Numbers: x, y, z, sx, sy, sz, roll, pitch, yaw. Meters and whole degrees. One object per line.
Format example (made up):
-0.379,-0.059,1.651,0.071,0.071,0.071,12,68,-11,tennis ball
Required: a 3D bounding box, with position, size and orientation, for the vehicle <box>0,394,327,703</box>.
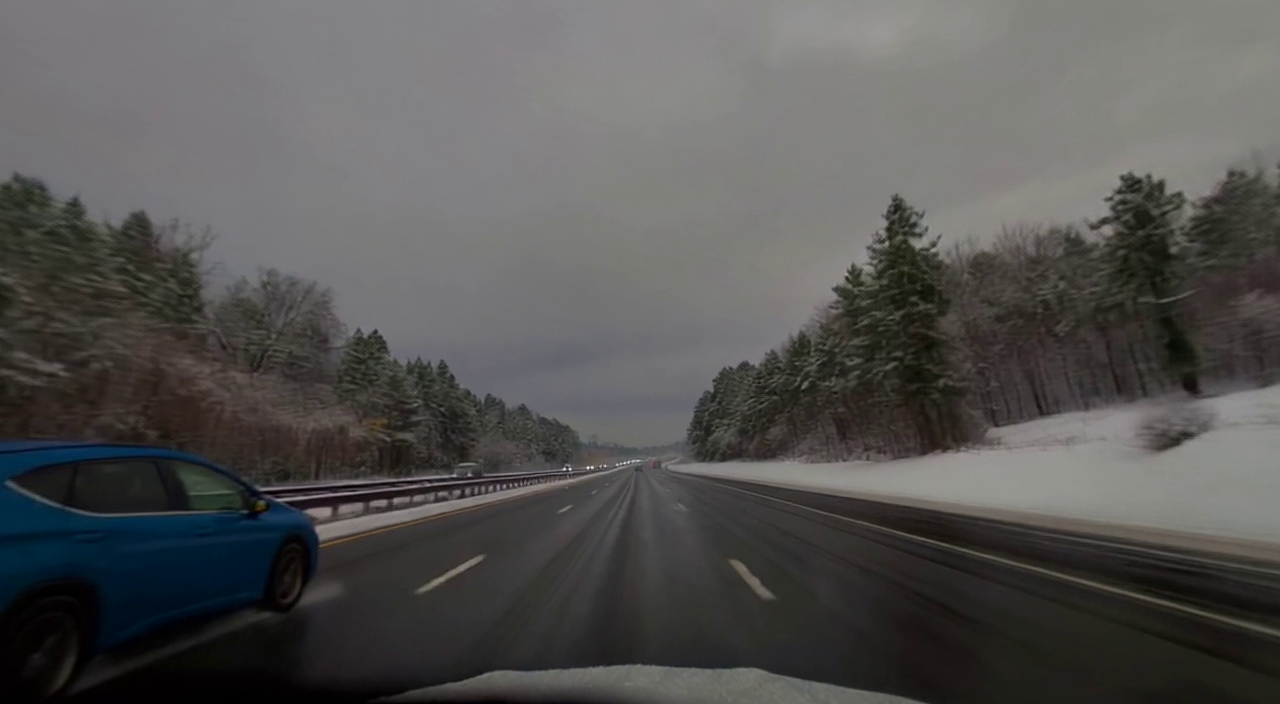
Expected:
-4.096,1.141,3.799,1.928,1.593,4.871,1,-10,-1,vehicle
